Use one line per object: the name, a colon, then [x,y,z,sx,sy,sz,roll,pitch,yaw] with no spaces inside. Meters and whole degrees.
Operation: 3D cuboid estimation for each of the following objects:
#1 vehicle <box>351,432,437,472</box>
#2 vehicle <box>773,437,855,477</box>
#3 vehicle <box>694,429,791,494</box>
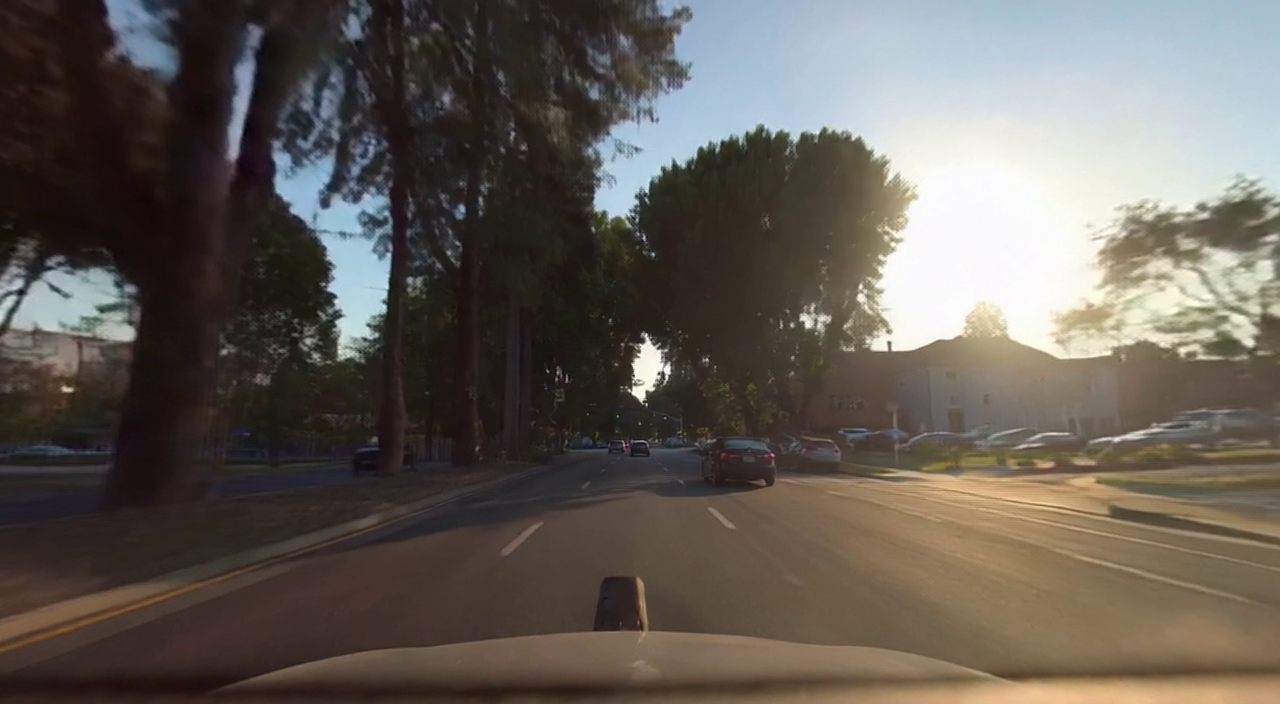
vehicle: [-11.551,4.735,29.965,2.207,1.745,4.717,0,-8,0]
vehicle: [7.479,4.568,27.655,2.068,1.558,5.058,0,-8,-2]
vehicle: [2.831,3.140,18.325,2.022,1.656,4.025,0,-8,-2]
